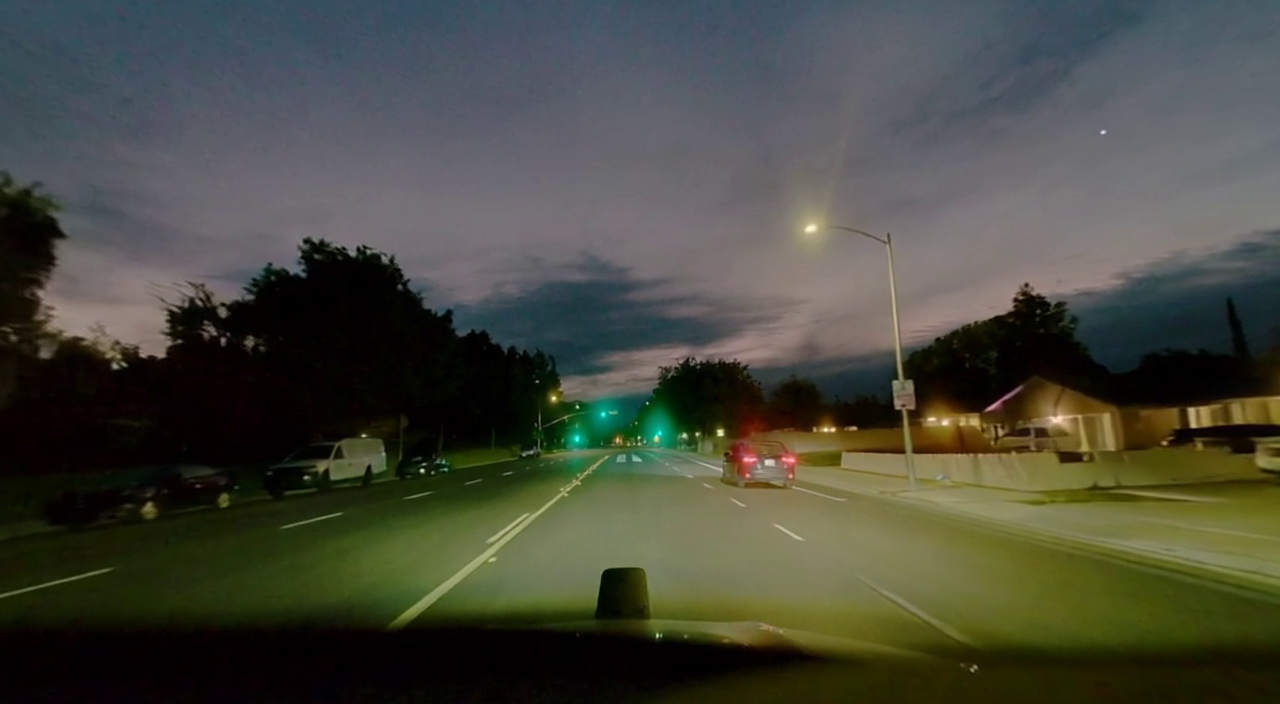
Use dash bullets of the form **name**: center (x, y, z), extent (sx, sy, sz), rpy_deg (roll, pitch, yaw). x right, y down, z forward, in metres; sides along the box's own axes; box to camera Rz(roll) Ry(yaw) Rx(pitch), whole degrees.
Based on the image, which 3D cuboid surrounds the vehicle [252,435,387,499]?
- **vehicle**: center (-11.783, 4.248, 23.775), extent (2.180, 1.953, 5.787), rpy_deg (-3, -8, -1)

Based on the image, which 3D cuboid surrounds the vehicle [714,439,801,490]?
- **vehicle**: center (3.787, 3.701, 21.156), extent (1.956, 1.492, 4.425), rpy_deg (0, -8, -1)

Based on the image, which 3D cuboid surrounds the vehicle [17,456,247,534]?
- **vehicle**: center (-11.537, 3.223, 14.819), extent (1.829, 1.441, 4.355), rpy_deg (0, -8, -1)

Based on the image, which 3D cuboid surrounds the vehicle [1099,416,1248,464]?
- **vehicle**: center (19.503, 3.265, 23.288), extent (1.785, 1.569, 3.933), rpy_deg (0, -9, -6)

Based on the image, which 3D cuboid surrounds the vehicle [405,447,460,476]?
- **vehicle**: center (-12.038, 6.360, 36.800), extent (1.911, 1.524, 4.256), rpy_deg (0, -9, -2)

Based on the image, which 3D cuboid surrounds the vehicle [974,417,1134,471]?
- **vehicle**: center (14.526, 3.304, 22.569), extent (2.129, 1.699, 4.906), rpy_deg (0, -9, -4)
